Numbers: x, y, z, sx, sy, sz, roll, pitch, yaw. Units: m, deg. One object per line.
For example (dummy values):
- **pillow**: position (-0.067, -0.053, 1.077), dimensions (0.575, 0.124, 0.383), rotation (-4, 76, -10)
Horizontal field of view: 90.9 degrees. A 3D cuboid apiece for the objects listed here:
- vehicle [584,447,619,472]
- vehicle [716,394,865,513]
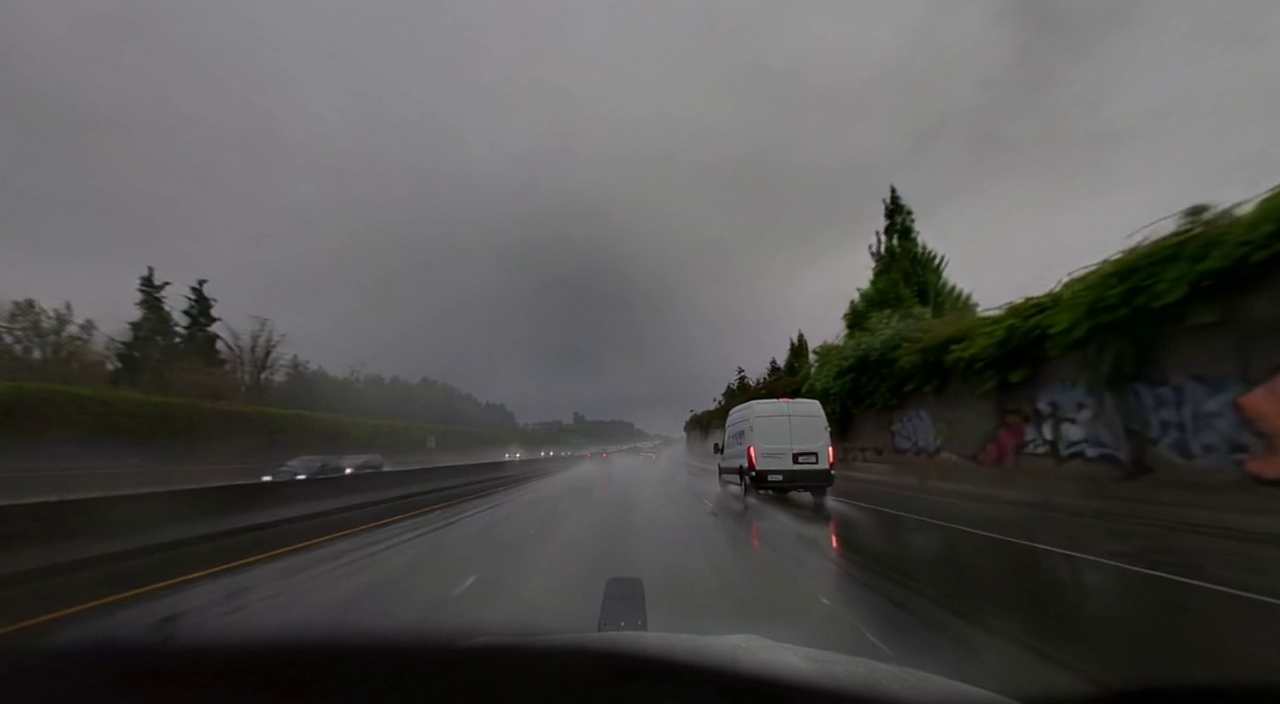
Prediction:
- **vehicle**: position (-2.582, 7.317, 43.029), dimensions (1.964, 1.618, 4.489), rotation (0, -9, 2)
- **vehicle**: position (3.640, 2.672, 16.730), dimensions (2.469, 2.591, 5.653), rotation (0, -9, -1)
